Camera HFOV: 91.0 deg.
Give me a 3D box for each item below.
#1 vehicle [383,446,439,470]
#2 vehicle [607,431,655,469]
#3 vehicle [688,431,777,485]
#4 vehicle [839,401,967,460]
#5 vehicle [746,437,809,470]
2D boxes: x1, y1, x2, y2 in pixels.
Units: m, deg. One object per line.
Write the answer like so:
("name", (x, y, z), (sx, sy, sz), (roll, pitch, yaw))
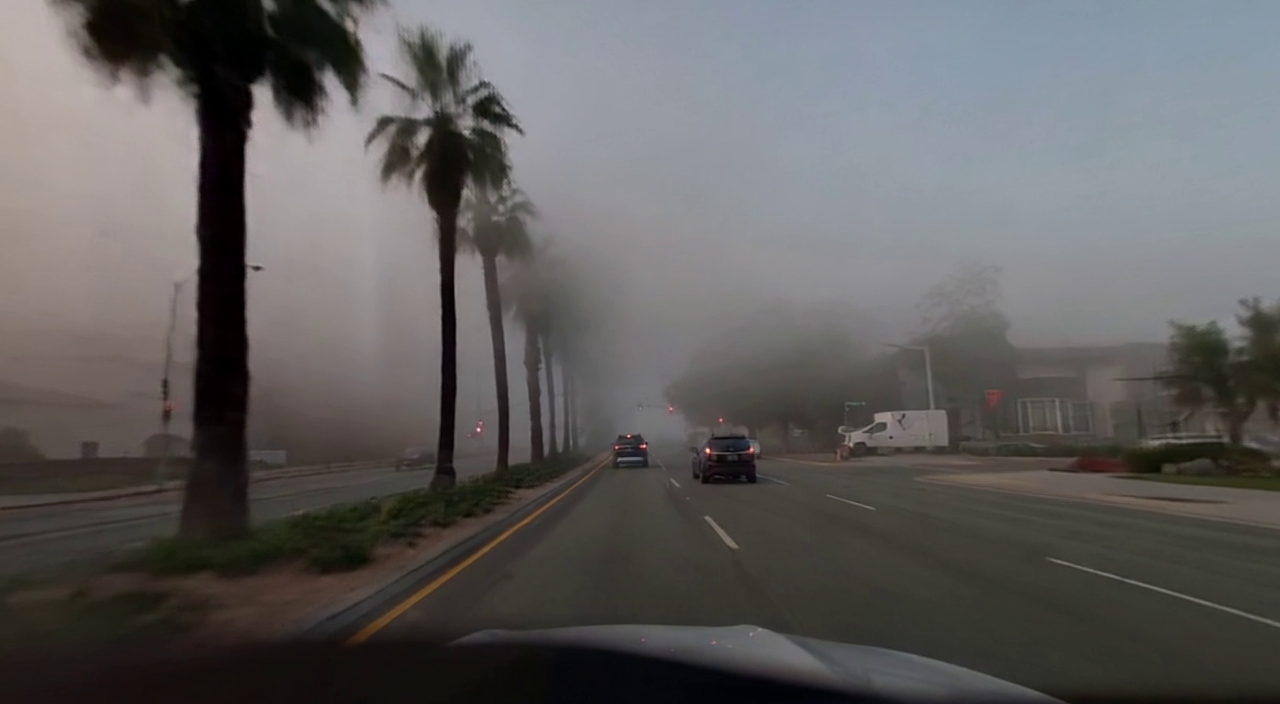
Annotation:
("vehicle", (-14.997, 6.946, 41.468), (1.887, 1.454, 4.588), (0, -8, 1))
("vehicle", (-0.443, 4.969, 32.027), (2.277, 1.816, 4.192), (0, -8, -1))
("vehicle", (2.955, 3.525, 21.256), (2.195, 1.590, 4.668), (0, -8, -1))
("vehicle", (17.479, 5.296, 42.143), (7.270, 3.743, 2.677), (1, -8, -3))
("vehicle", (6.658, 4.982, 31.059), (1.975, 1.483, 4.769), (0, -8, -1))
